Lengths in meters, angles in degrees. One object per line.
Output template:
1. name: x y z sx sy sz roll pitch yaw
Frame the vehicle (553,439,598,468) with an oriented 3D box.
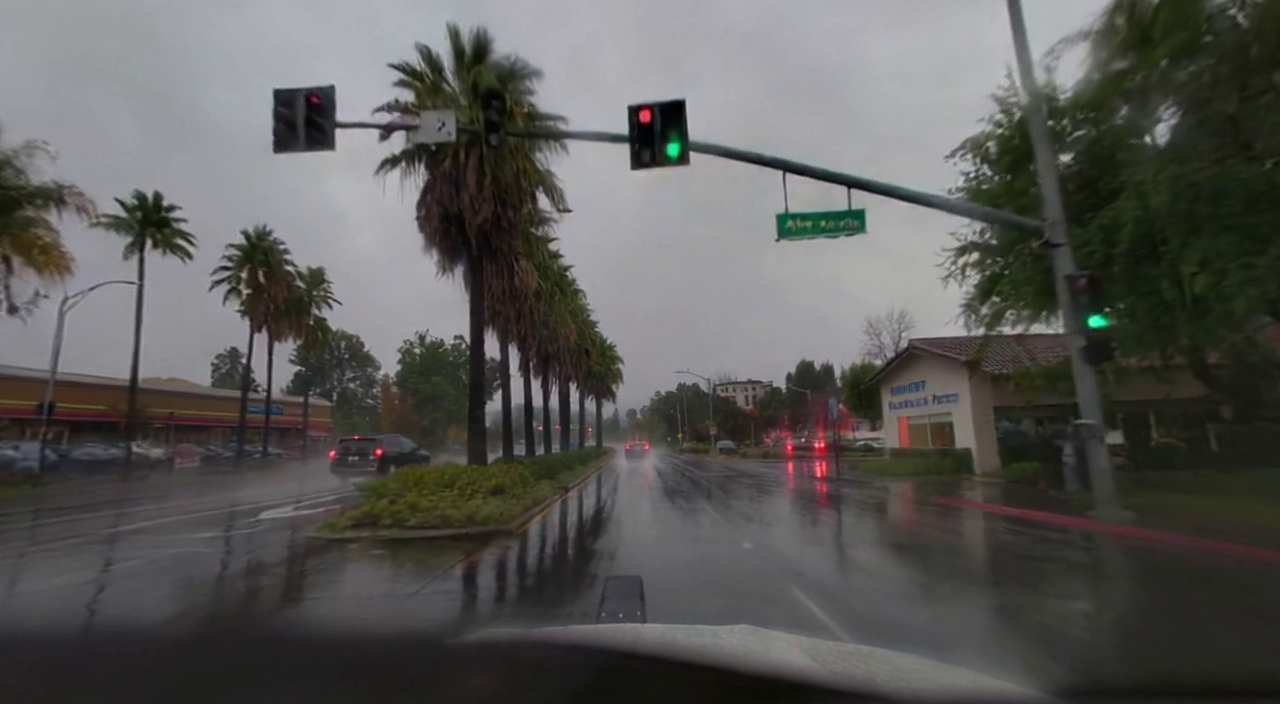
1. vehicle: -3.564 5.701 35.607 2.181 1.483 4.123 0 -9 -1

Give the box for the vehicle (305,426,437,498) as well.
1. vehicle: -7.292 3.029 17.713 2.022 1.746 4.406 0 -9 -4
